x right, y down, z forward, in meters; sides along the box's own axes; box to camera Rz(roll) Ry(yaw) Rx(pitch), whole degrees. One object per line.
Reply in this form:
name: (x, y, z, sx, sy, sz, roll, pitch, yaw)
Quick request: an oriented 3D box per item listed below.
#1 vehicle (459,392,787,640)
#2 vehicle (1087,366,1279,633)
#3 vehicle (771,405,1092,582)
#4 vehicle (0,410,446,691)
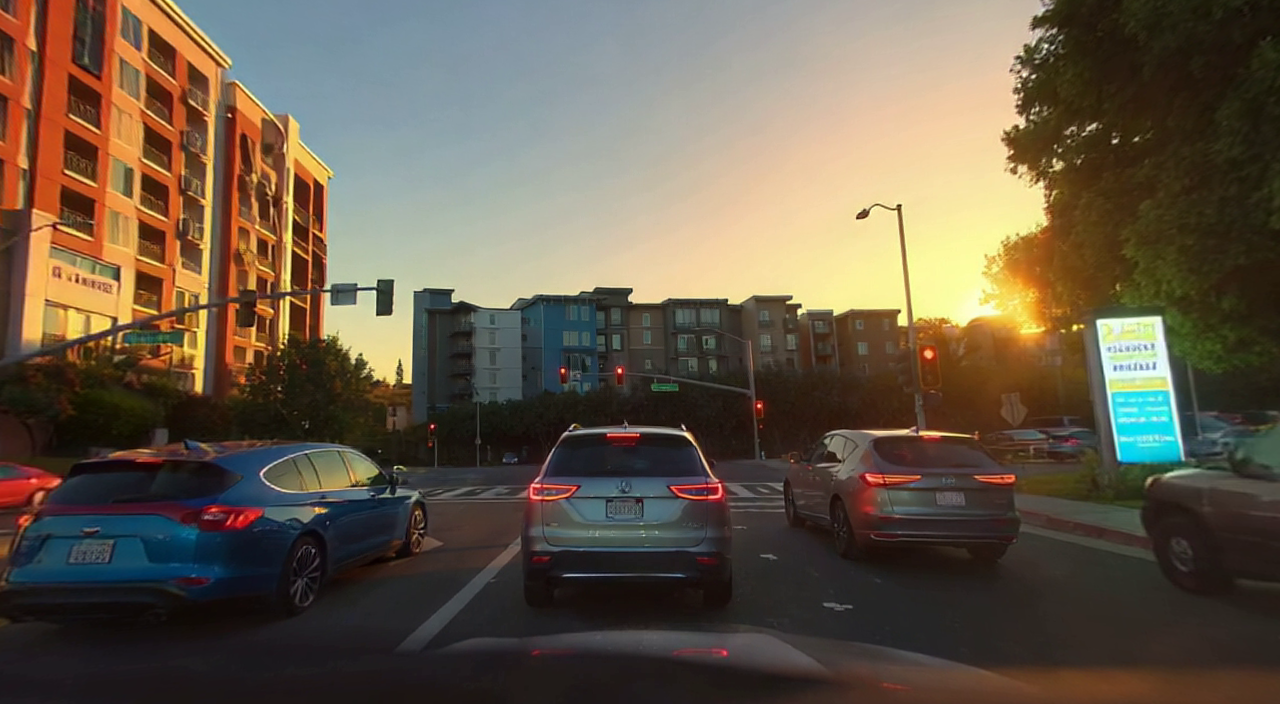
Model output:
vehicle: (-0.127, 1.417, 6.444, 2.195, 1.662, 4.262, 0, -8, 0)
vehicle: (5.353, 0.983, 4.116, 2.081, 1.790, 4.839, -2, -9, 12)
vehicle: (3.217, 1.666, 8.260, 2.004, 1.646, 4.554, 0, -8, 0)
vehicle: (-3.548, 1.426, 5.818, 1.906, 1.524, 4.547, 0, -8, 2)
